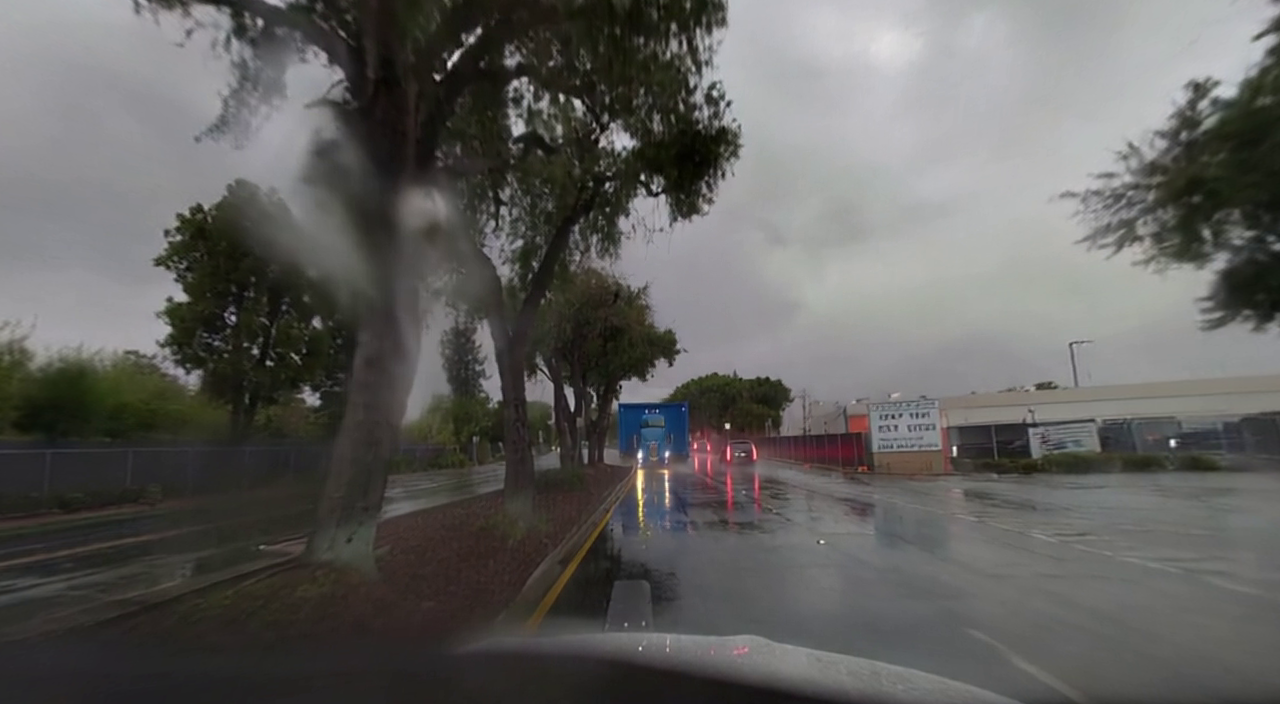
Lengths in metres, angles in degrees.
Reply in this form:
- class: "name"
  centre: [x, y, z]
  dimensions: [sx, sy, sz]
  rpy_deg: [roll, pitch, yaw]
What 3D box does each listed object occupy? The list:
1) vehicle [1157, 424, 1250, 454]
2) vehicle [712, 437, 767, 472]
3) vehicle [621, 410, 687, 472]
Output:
- class: "vehicle"
  centre: [37.485, 5.866, 42.162]
  dimensions: [2.389, 1.806, 5.792]
  rpy_deg: [-3, -9, 18]
- class: "vehicle"
  centre: [5.114, 5.329, 32.964]
  dimensions: [2.151, 1.662, 4.543]
  rpy_deg: [0, -8, 1]
- class: "vehicle"
  centre: [0.727, 4.839, 34.201]
  dimensions: [3.197, 2.963, 7.055]
  rpy_deg: [0, -8, 1]
